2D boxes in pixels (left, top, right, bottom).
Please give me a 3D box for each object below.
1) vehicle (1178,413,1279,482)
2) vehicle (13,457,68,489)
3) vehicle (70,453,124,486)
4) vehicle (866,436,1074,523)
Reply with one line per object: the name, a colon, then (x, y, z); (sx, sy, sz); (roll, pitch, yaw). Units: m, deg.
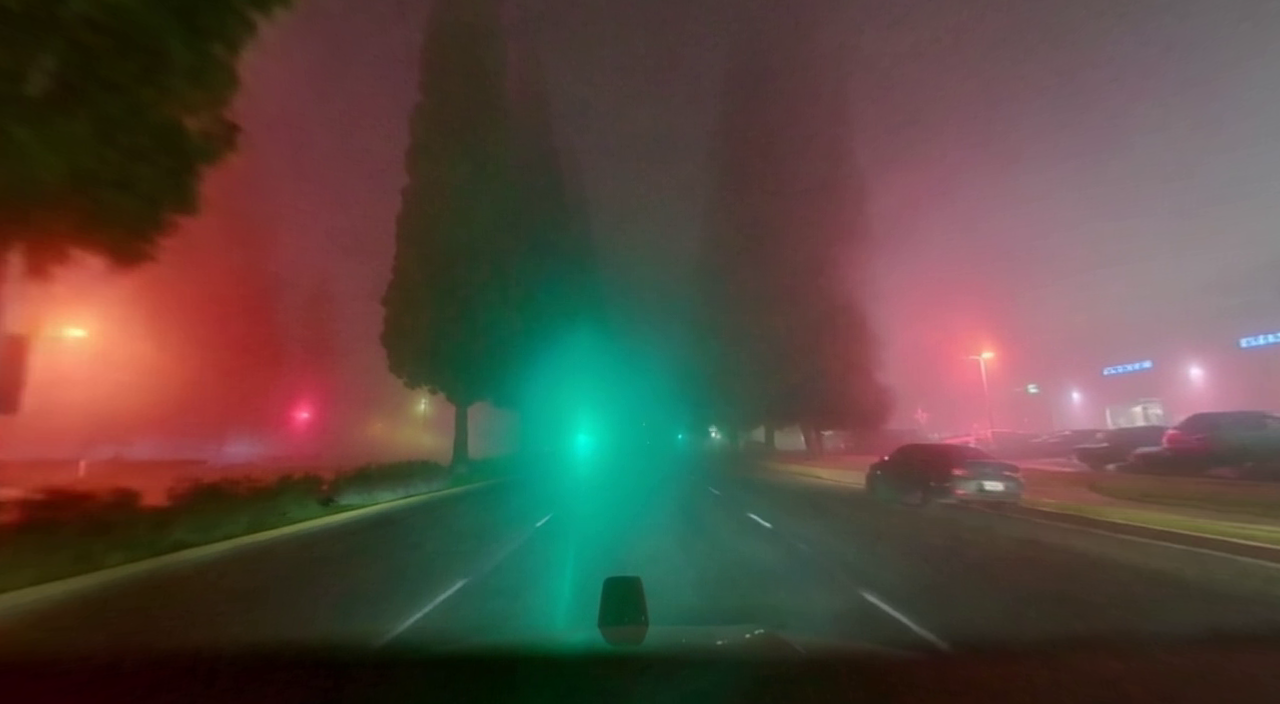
vehicle: (16.716, 2.324, 15.759); (4.408, 1.578, 2.160); (-2, -9, 1)
vehicle: (-35.817, 7.166, 37.631); (4.285, 1.747, 2.044); (-8, -12, 44)
vehicle: (-34.240, 7.404, 39.695); (2.077, 1.851, 4.582); (7, -13, -44)
vehicle: (7.073, 2.761, 14.317); (2.122, 1.602, 4.928); (0, -9, 1)
